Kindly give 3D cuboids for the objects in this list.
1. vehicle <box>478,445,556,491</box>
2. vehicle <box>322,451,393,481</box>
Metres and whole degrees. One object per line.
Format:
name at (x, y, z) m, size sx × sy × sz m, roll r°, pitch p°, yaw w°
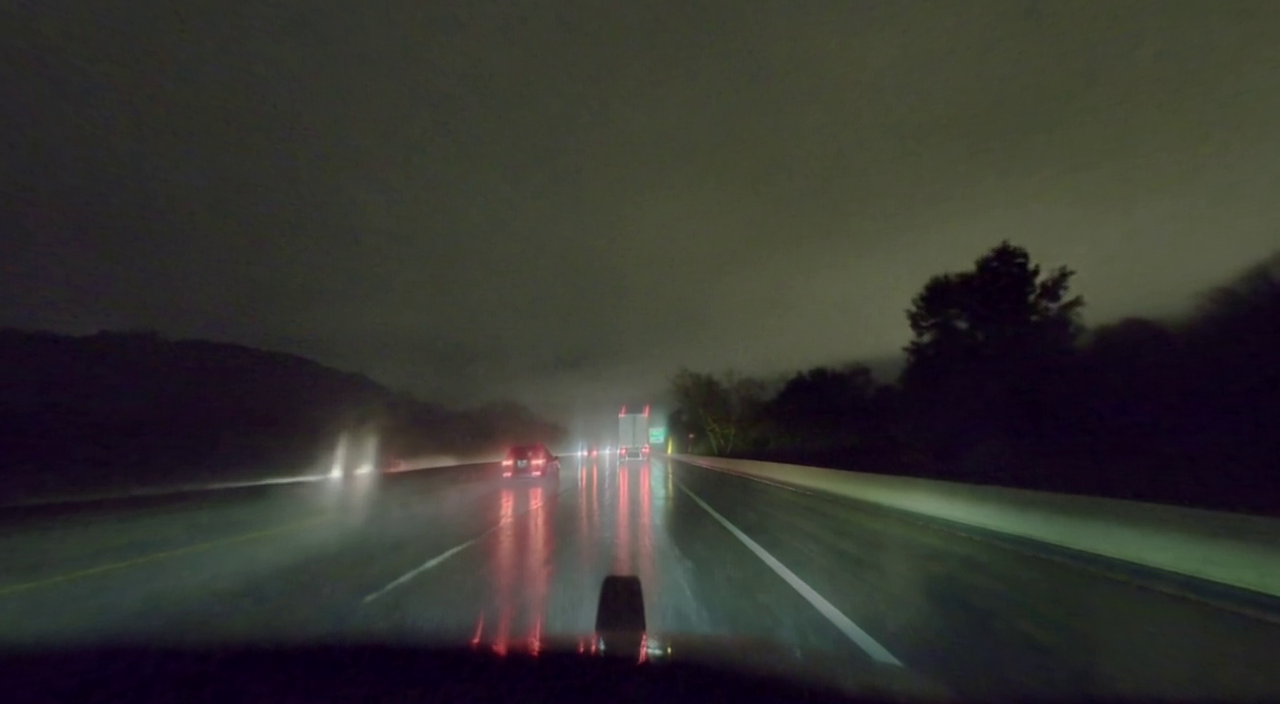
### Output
vehicle at (-4.342, 4.146, 22.961) m, size 1.978 × 1.507 × 4.062 m, roll 0°, pitch -9°, yaw 1°
vehicle at (-14.880, 6.001, 33.494) m, size 1.828 × 1.446 × 4.161 m, roll 0°, pitch -9°, yaw 0°
